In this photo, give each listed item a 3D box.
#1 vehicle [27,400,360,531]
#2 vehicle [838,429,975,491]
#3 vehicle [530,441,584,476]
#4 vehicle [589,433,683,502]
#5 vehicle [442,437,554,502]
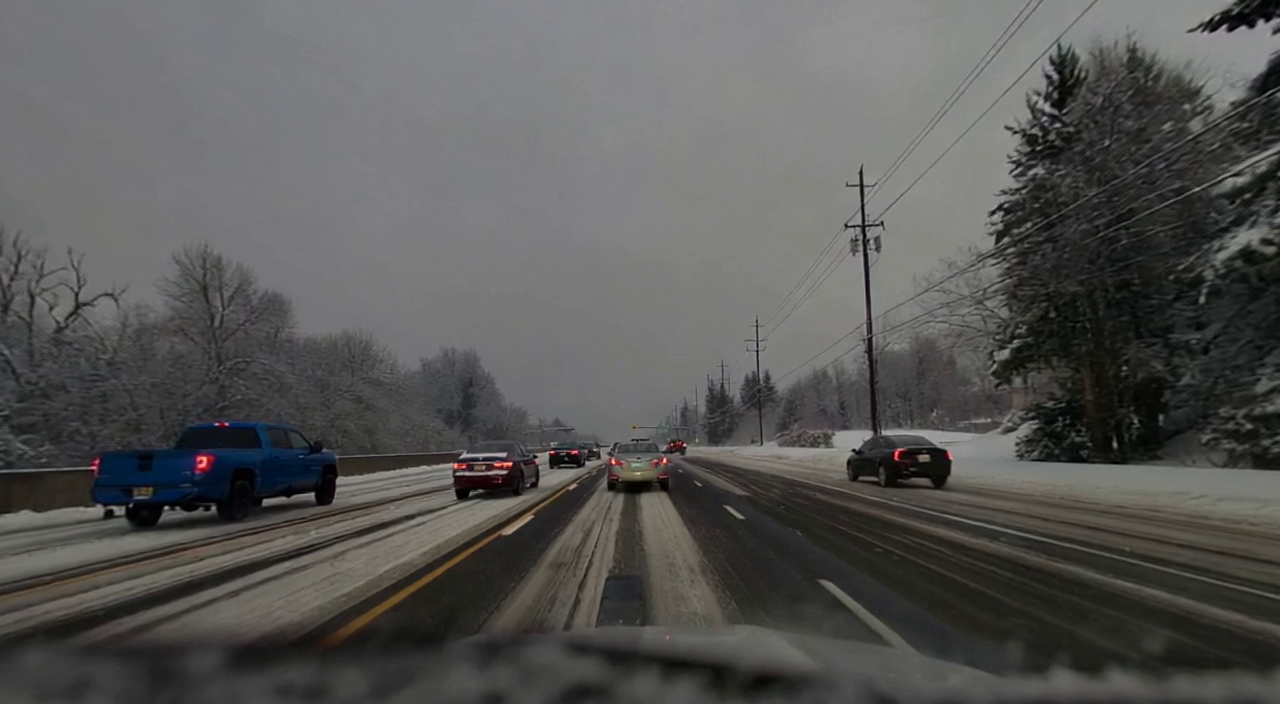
[{"bbox_3d":[-7.874,2.086,12.208,2.194,1.922,5.637,-1,-8,1],"label":"vehicle"},{"bbox_3d":[8.107,3.326,19.811,2.205,1.701,4.601,0,-8,-1],"label":"vehicle"},{"bbox_3d":[-3.664,4.761,28.587,1.904,1.448,4.060,0,-8,0],"label":"vehicle"},{"bbox_3d":[-0.117,2.909,16.389,2.102,1.499,4.439,0,-8,-1],"label":"vehicle"},{"bbox_3d":[-3.491,2.958,16.348,1.899,1.437,4.131,0,-8,1],"label":"vehicle"}]
